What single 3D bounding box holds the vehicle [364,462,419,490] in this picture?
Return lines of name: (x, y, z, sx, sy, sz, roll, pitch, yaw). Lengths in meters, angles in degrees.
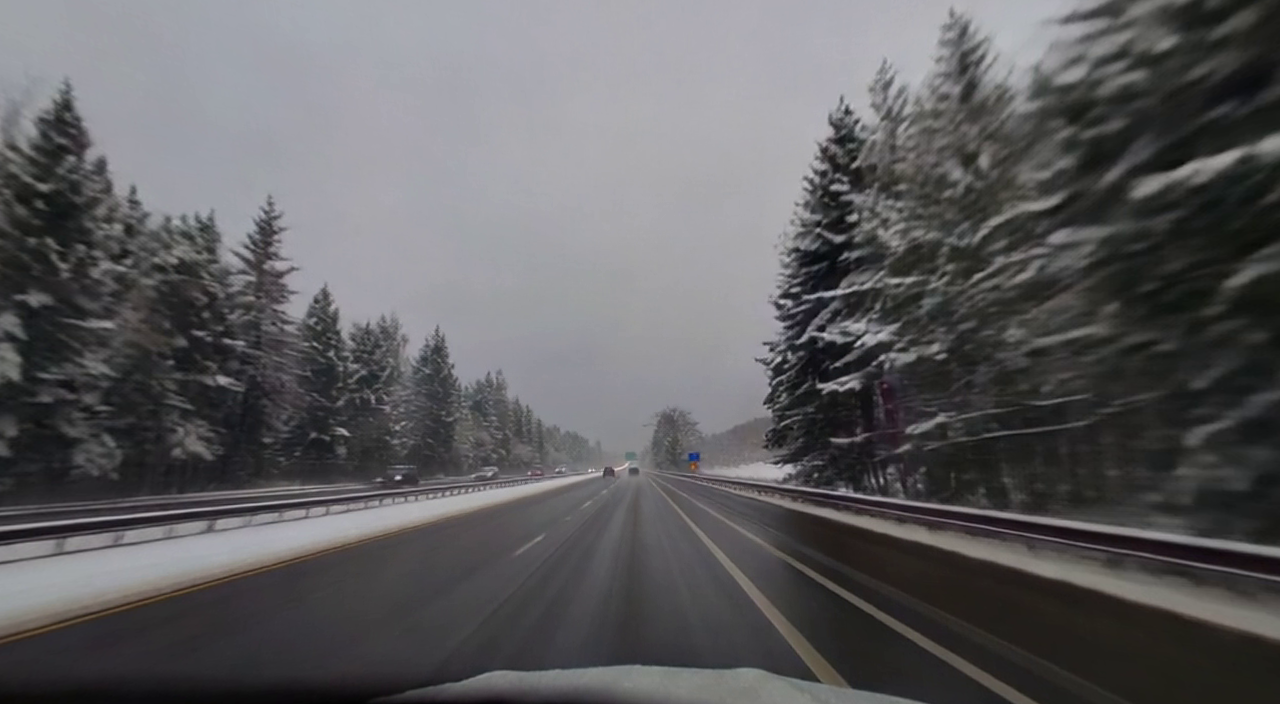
vehicle: (-17.195, 8.595, 43.884, 1.967, 1.798, 4.485, 1, -11, -1)
